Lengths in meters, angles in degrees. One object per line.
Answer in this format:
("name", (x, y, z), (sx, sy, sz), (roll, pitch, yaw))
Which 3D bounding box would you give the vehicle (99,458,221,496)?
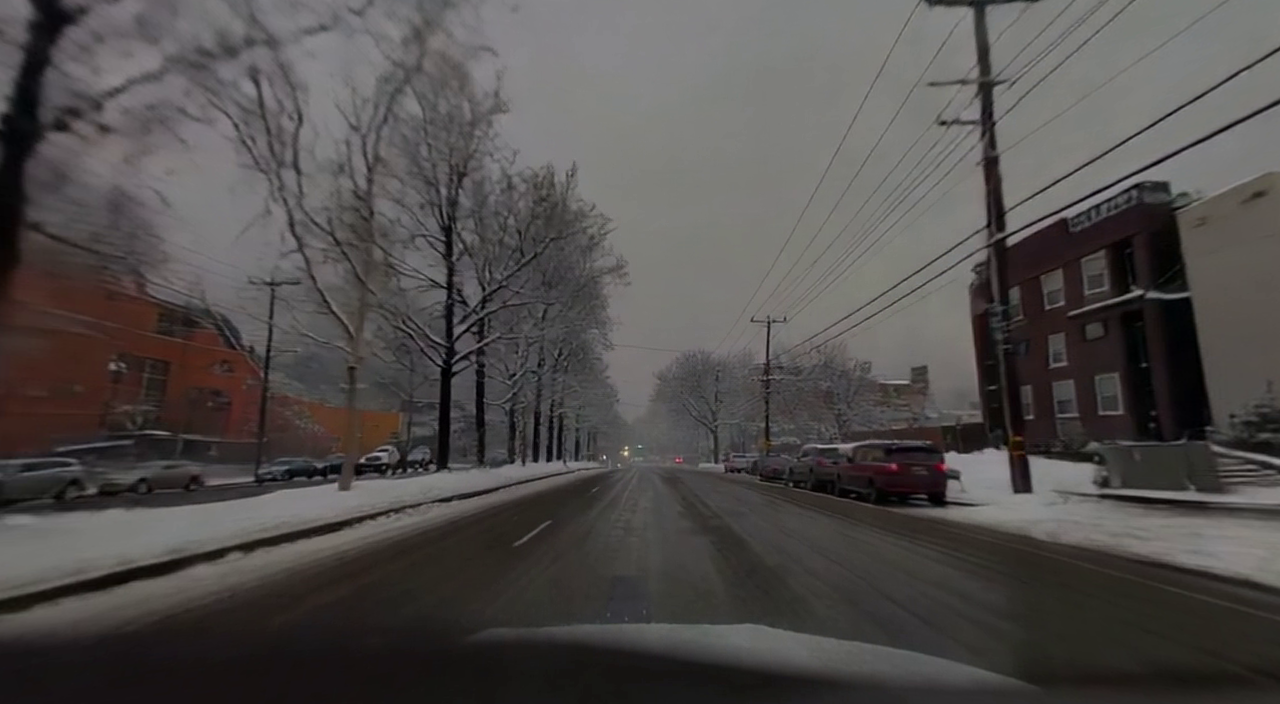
("vehicle", (-22.124, 5.741, 29.346), (1.921, 1.508, 4.738), (0, -8, 1))

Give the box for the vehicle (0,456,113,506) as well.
("vehicle", (-22.367, 4.646, 23.068), (1.966, 1.595, 4.719), (0, -8, 1))

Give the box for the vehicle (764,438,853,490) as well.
("vehicle", (7.237, 4.849, 27.900), (2.197, 2.019, 6.225), (0, -8, 0))

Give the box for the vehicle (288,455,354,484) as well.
("vehicle", (-22.072, 8.092, 43.796), (2.116, 1.813, 4.674), (0, -8, 0))

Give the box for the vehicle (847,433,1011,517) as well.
("vehicle", (7.041, 3.018, 16.052), (1.998, 1.819, 4.621), (0, -8, 0))
